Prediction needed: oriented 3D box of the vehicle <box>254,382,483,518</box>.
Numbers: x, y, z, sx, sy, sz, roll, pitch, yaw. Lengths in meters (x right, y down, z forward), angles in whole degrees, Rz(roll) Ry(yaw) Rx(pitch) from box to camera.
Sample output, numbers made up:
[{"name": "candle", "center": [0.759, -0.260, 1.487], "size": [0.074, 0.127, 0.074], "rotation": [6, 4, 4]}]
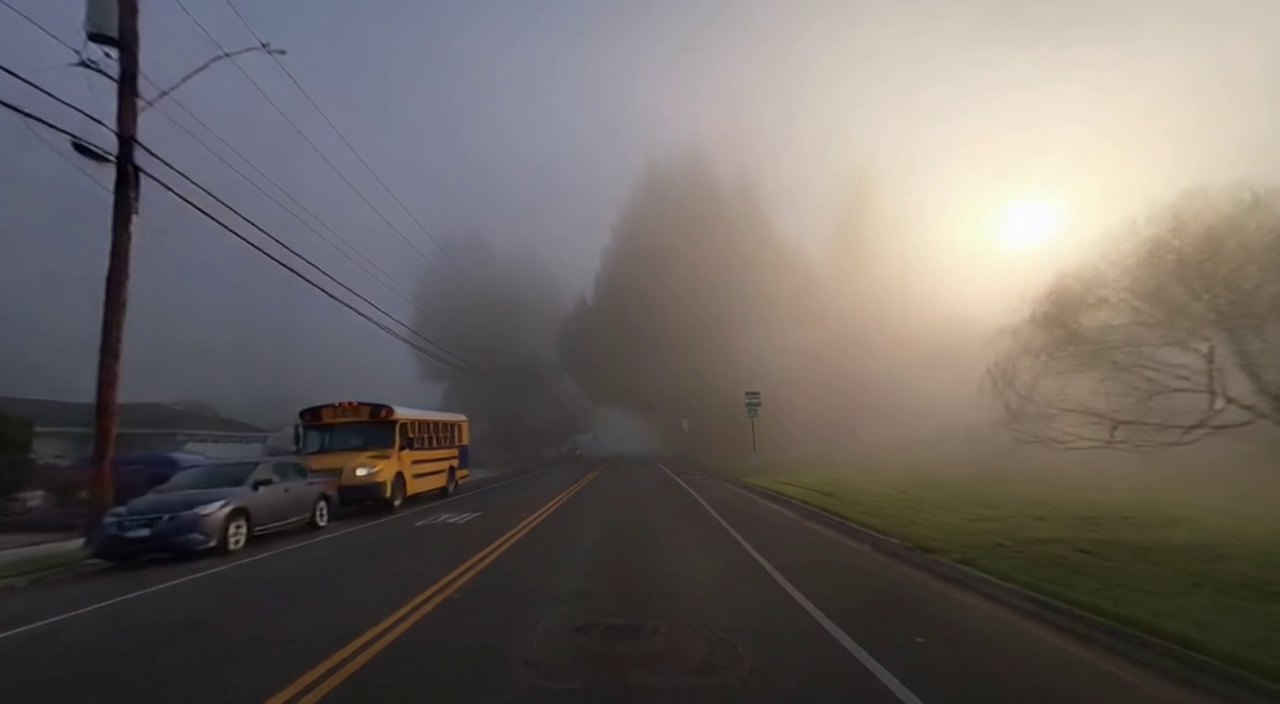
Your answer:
[{"name": "vehicle", "center": [-6.689, 2.611, 17.094], "size": [2.835, 2.876, 7.091], "rotation": [0, -8, 1]}]

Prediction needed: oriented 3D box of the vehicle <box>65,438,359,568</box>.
[{"name": "vehicle", "center": [-6.792, 2.362, 10.816], "size": [2.023, 1.721, 4.418], "rotation": [0, -8, -2]}]
